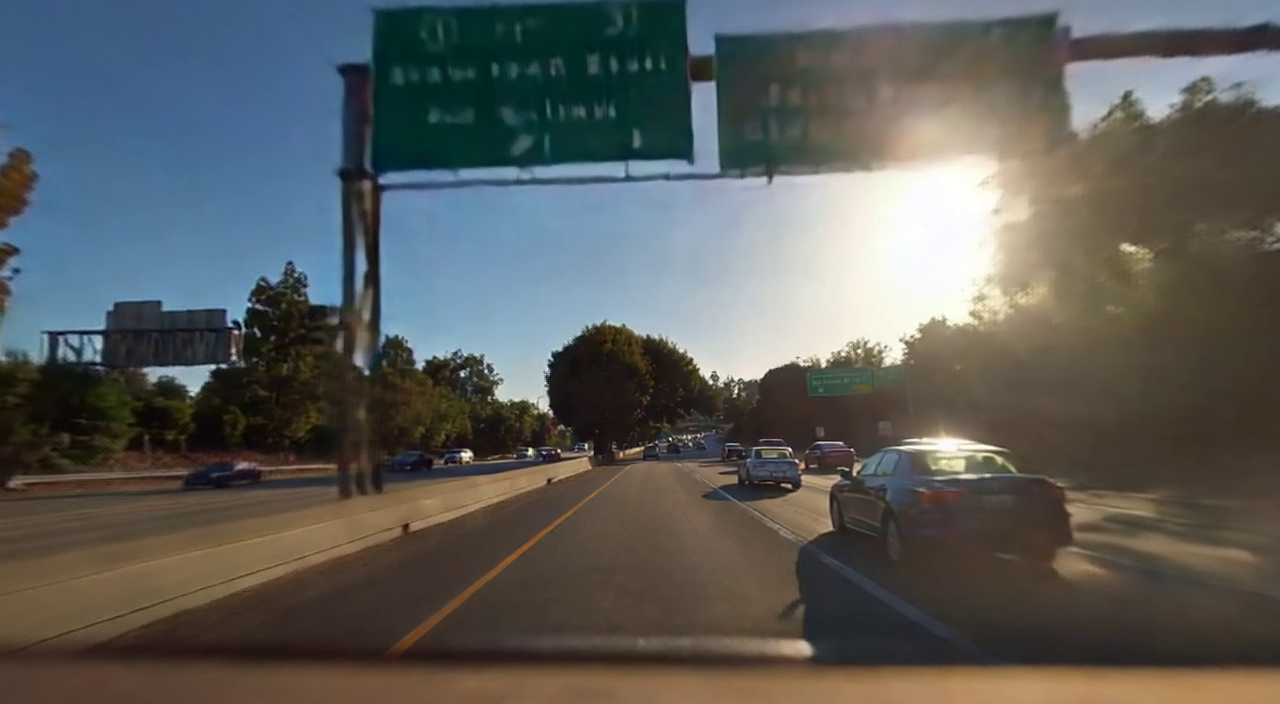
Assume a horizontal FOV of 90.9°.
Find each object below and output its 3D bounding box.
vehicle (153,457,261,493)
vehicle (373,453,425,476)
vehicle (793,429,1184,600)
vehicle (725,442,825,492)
[{"bbox_3d":[-20.380,5.794,29.941,1.849,1.463,4.477,0,-8,2],"label":"vehicle"},{"bbox_3d":[-16.617,7.746,43.704,1.839,1.442,4.392,0,-8,0],"label":"vehicle"},{"bbox_3d":[3.619,1.768,7.901,2.198,1.467,4.675,0,-8,-1],"label":"vehicle"},{"bbox_3d":[4.342,3.792,21.303,2.223,1.483,5.075,0,-8,-1],"label":"vehicle"}]
